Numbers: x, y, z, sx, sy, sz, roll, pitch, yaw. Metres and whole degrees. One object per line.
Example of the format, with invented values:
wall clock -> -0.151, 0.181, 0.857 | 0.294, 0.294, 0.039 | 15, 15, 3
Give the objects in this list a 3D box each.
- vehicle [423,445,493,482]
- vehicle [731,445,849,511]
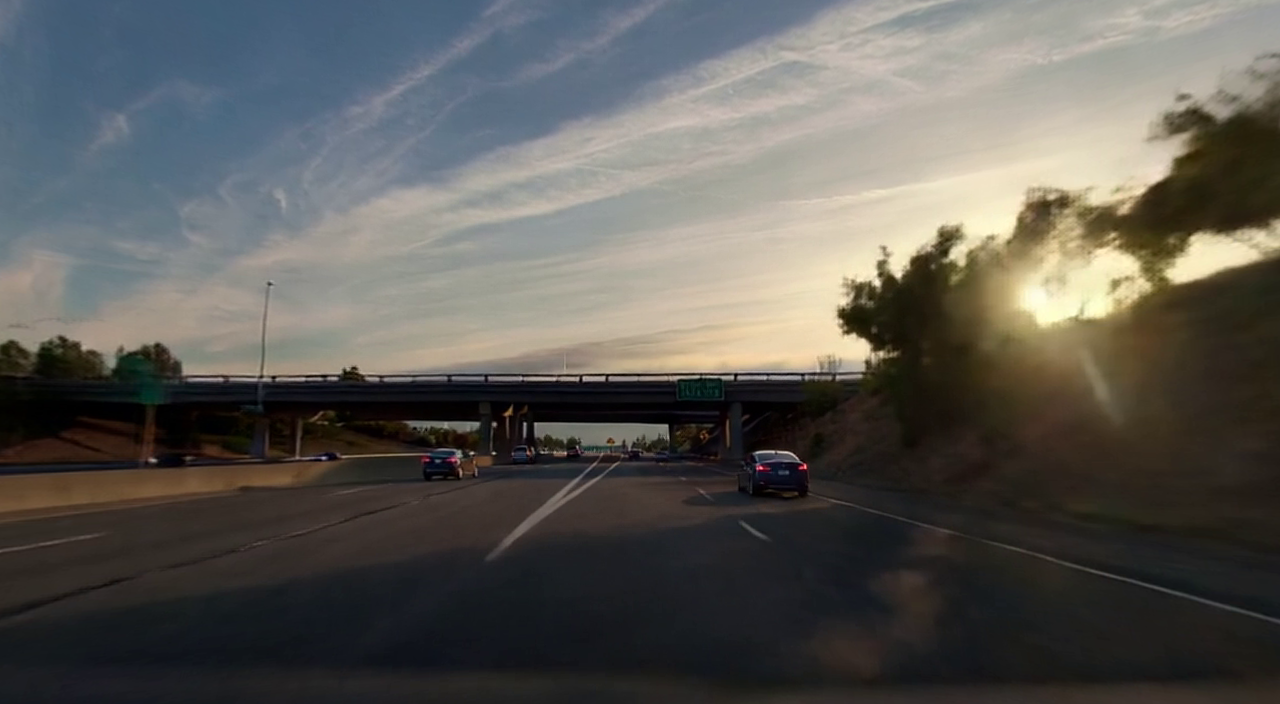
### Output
vehicle -> -8.417, 5.178, 29.585 | 2.072, 1.545, 4.687 | 1, -9, -3
vehicle -> 3.860, 3.314, 17.073 | 2.079, 1.535, 4.316 | 0, -9, -1
